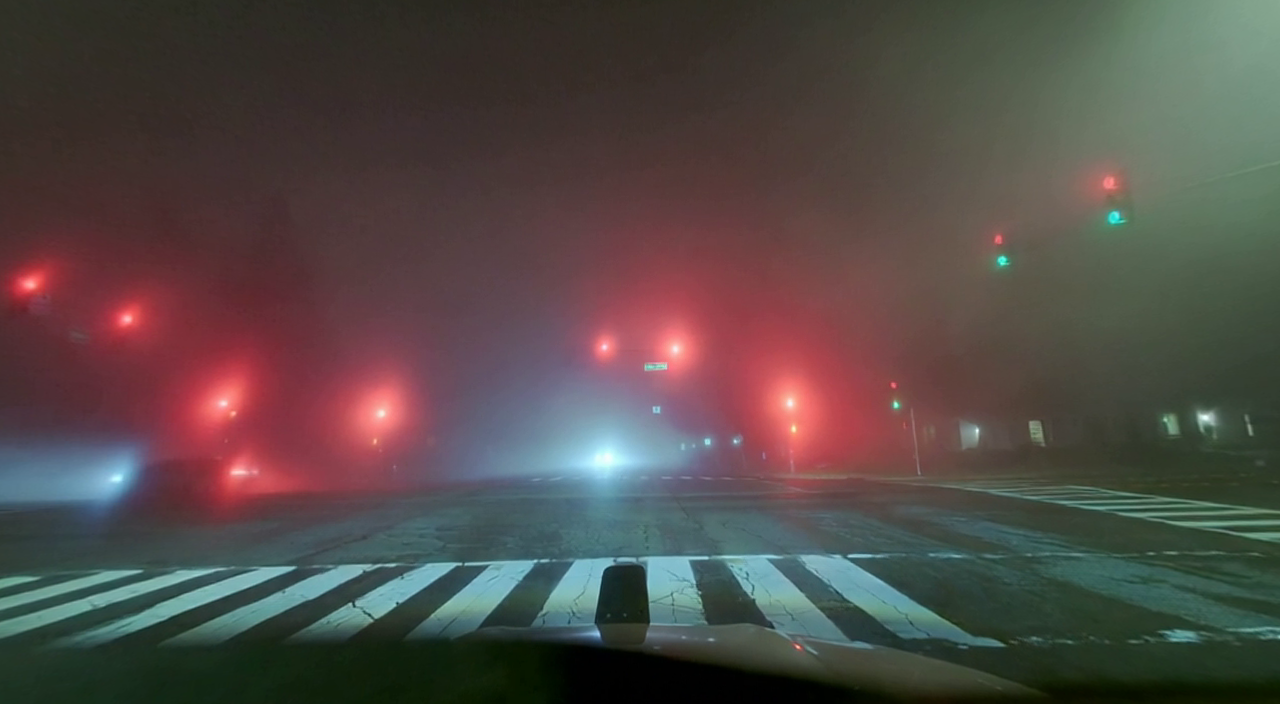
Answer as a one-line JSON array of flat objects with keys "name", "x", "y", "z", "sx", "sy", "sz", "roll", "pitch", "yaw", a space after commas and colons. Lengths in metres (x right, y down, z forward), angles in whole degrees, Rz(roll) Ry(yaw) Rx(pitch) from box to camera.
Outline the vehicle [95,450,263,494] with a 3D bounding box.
[{"name": "vehicle", "x": -16.481, "y": 4.282, "z": 22.700, "sx": 4.562, "sy": 1.460, "sz": 1.822, "roll": 0, "pitch": -8, "yaw": 0}]
